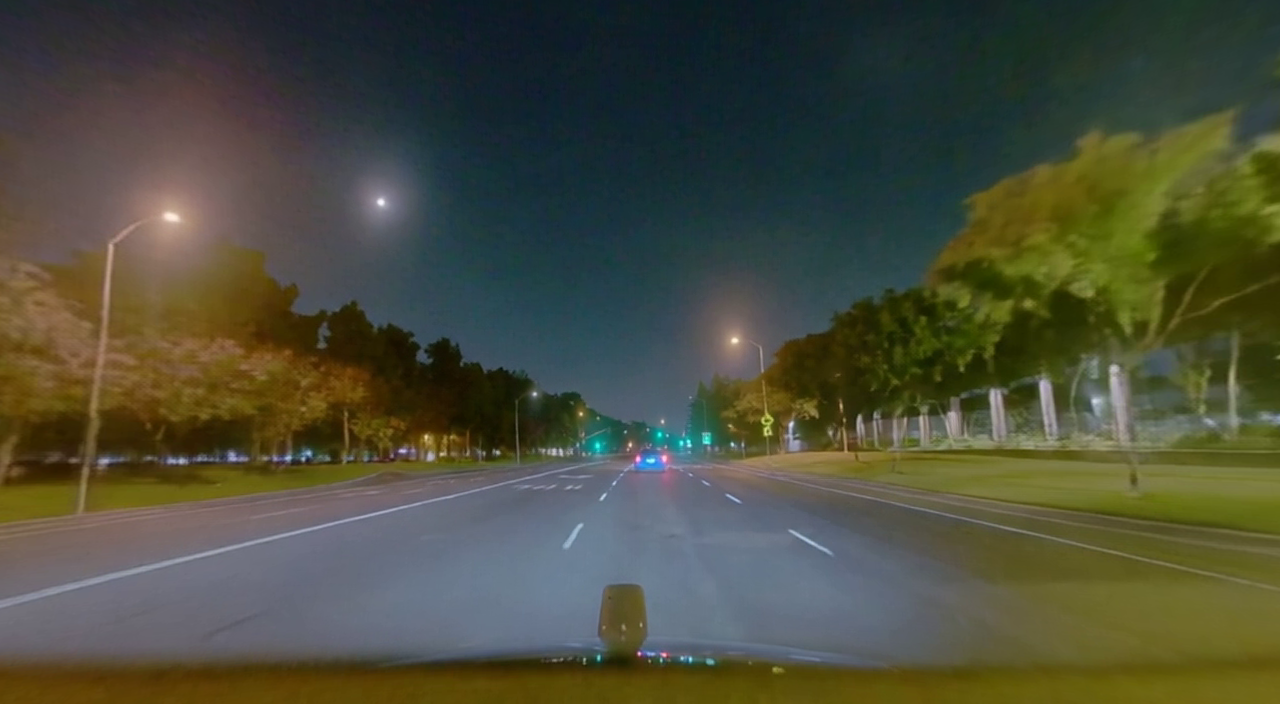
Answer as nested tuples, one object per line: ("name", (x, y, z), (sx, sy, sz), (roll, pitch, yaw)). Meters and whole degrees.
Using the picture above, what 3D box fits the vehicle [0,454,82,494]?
("vehicle", (-29.861, 5.860, 30.150), (4.508, 1.698, 2.101), (-4, -9, 5))

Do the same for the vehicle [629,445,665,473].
("vehicle", (0.384, 6.185, 36.603), (1.978, 1.499, 3.915), (0, -8, 0))
